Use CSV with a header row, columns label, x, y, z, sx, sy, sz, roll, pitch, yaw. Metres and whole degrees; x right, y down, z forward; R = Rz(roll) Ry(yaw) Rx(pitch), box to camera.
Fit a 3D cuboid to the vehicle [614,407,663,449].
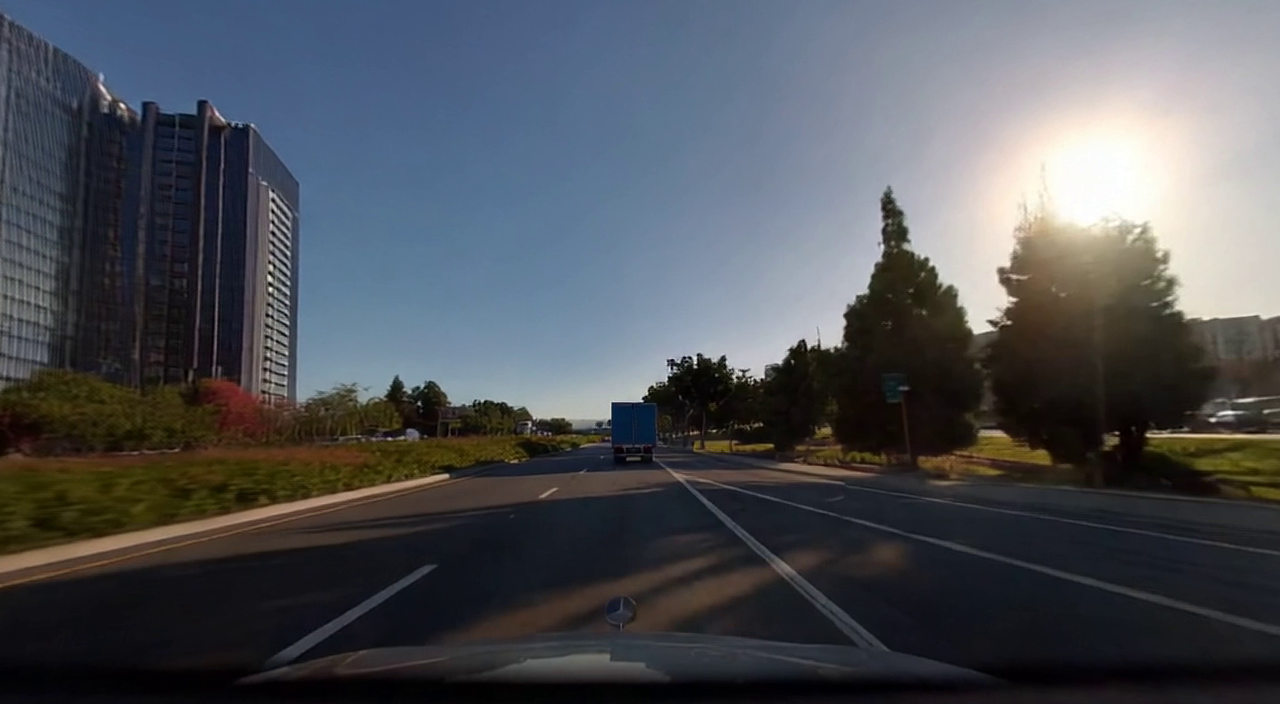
label,x,y,z,sx,sy,sz,roll,pitch,yaw
vehicle,-0.175,3.743,30.488,2.178,1.829,4.932,0,-9,-2
